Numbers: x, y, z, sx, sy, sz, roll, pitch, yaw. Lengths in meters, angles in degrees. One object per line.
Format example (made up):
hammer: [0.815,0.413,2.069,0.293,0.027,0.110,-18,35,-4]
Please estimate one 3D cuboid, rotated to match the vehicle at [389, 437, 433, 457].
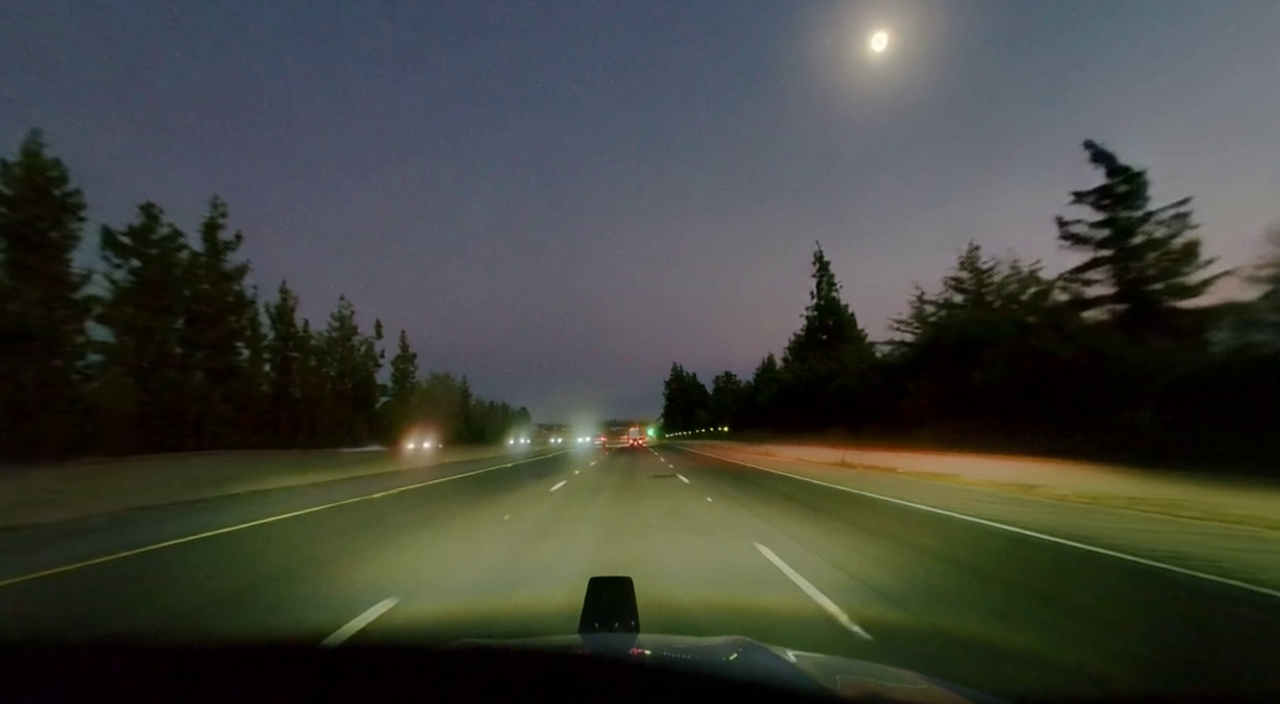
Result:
vehicle: [-17.958,7.467,49.575,1.826,1.498,4.295,0,-8,0]
